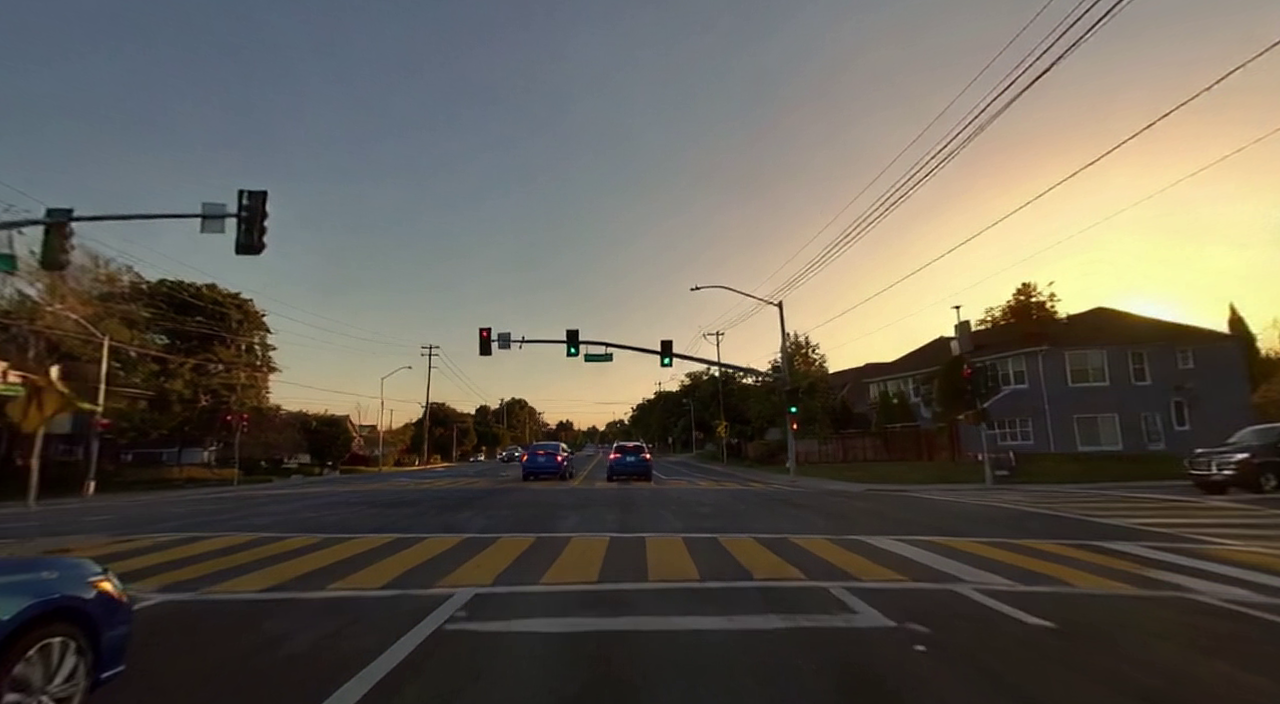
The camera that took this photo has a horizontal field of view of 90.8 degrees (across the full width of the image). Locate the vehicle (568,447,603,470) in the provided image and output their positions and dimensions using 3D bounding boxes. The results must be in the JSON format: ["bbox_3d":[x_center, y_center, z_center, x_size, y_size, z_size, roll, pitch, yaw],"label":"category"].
[{"bbox_3d":[-3.646,7.170,42.650,1.863,1.449,4.153,0,-8,2],"label":"vehicle"}]

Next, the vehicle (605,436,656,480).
[{"bbox_3d":[-0.415,4.798,28.904,2.155,1.836,4.250,0,-8,0],"label":"vehicle"}]

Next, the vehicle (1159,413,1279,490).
[{"bbox_3d":[18.320,2.733,17.424,5.652,1.990,2.190,-2,-9,13],"label":"vehicle"}]

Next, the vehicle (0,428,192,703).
[{"bbox_3d":[-3.305,0.800,1.038,1.901,1.409,4.442,0,-8,0],"label":"vehicle"}]

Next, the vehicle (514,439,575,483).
[{"bbox_3d":[-3.902,4.515,26.507,1.899,1.685,4.121,0,-8,1],"label":"vehicle"}]
